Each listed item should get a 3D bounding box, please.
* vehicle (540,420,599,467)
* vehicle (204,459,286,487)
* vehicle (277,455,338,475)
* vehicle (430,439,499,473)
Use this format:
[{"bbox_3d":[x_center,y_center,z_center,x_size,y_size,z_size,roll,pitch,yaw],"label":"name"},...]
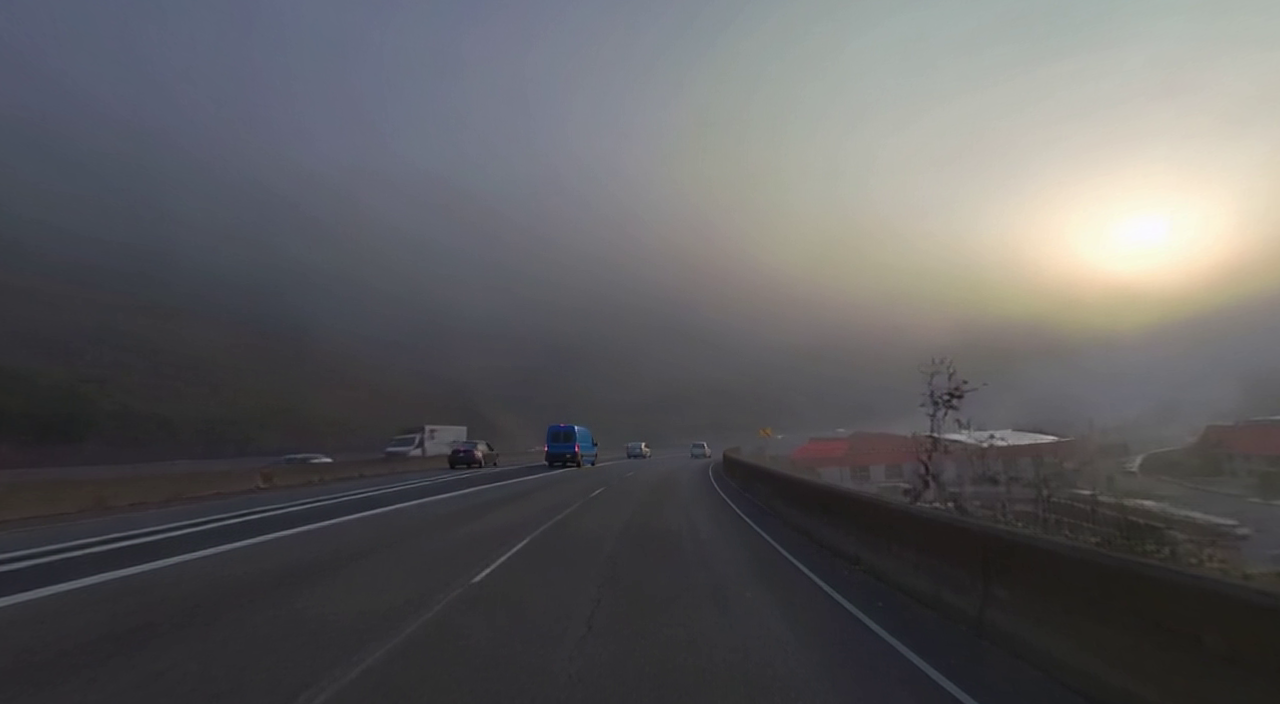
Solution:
[{"bbox_3d":[-4.292,5.778,39.698,2.314,2.703,6.441,-1,-9,6],"label":"vehicle"},{"bbox_3d":[-23.739,7.271,38.164,1.810,1.457,4.410,-1,-9,5],"label":"vehicle"},{"bbox_3d":[-26.021,8.832,49.601,1.920,1.475,4.695,-1,-9,6],"label":"vehicle"},{"bbox_3d":[-8.648,5.153,31.475,1.821,1.524,4.342,-1,-9,6],"label":"vehicle"}]
